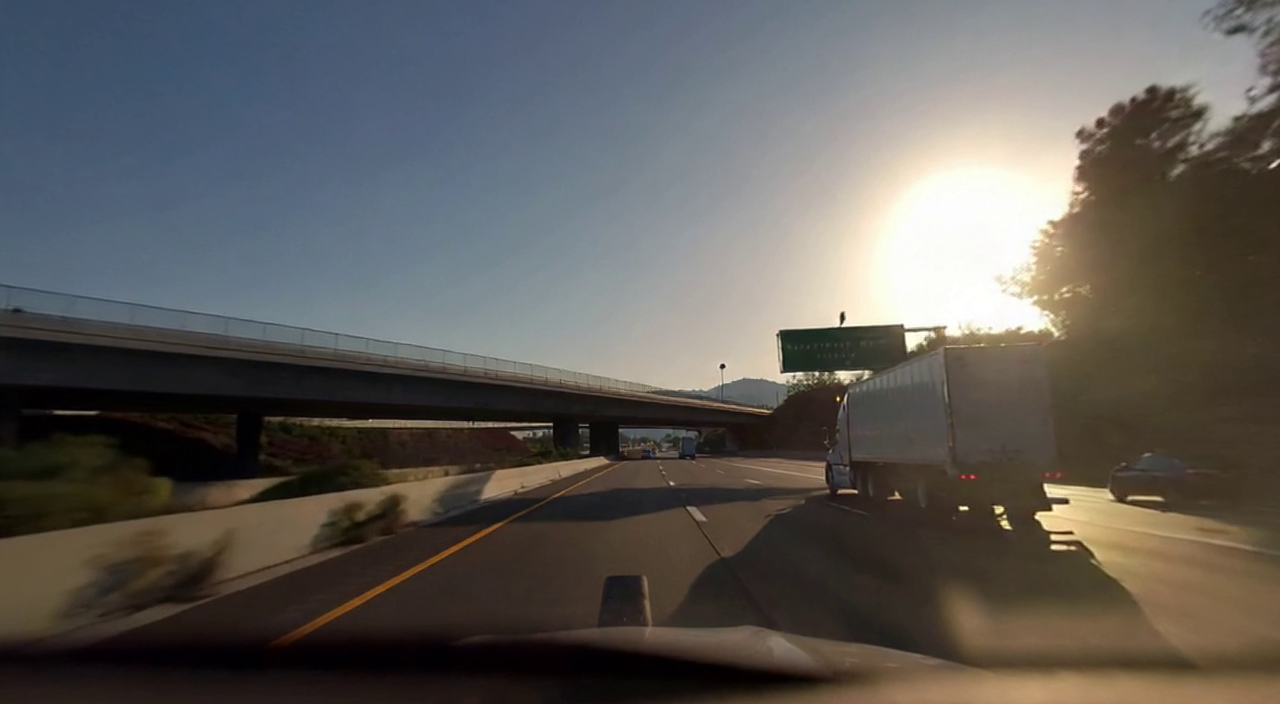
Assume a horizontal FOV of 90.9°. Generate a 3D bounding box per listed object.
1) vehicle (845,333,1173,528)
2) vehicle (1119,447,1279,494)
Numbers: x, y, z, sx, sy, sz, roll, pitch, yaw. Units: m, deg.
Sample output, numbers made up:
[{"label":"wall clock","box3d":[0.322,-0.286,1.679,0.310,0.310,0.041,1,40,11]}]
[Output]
[{"label":"vehicle","box3d":[7.249,1.839,14.116,2.690,3.197,7.515,0,-9,0]},{"label":"vehicle","box3d":[19.200,4.050,21.899,1.785,1.437,4.102,0,-9,-1]}]
